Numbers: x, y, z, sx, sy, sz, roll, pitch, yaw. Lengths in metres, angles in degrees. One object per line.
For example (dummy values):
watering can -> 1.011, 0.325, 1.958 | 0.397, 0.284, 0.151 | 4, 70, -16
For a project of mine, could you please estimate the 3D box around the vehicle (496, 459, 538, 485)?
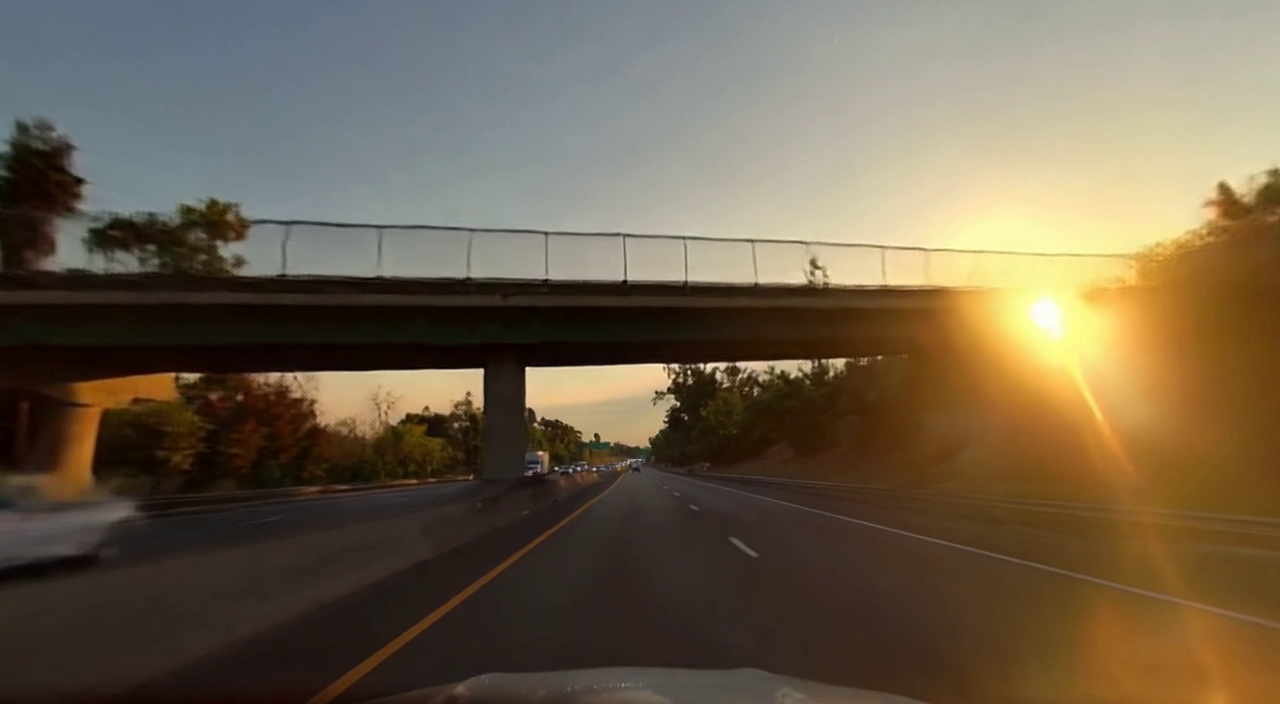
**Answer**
vehicle -> -9.228, 9.061, 47.581 | 2.142, 1.773, 4.793 | 1, -10, 0
